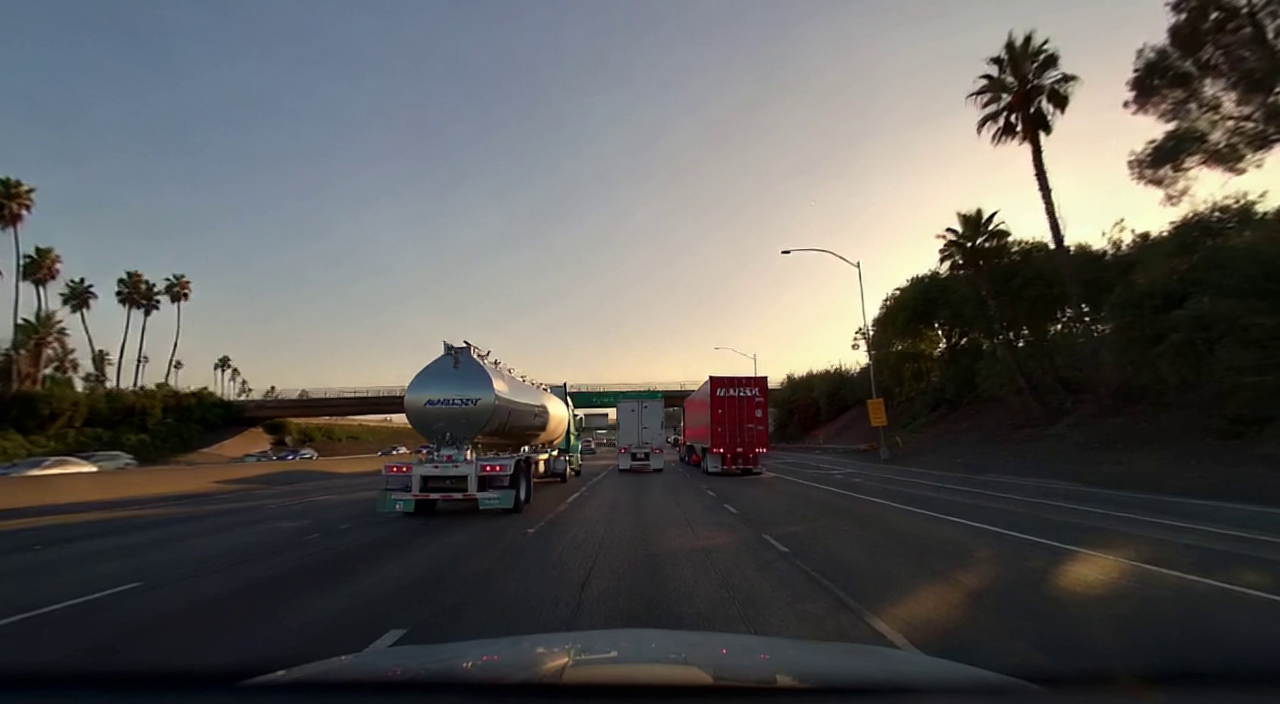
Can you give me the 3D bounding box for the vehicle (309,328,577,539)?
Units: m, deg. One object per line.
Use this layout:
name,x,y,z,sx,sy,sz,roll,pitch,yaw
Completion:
vehicle,-3.537,2.011,15.198,2.786,3.228,11.082,0,-8,1

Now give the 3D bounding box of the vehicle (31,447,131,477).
vehicle,-34.914,6.853,39.556,2.220,1.725,4.363,0,-8,0

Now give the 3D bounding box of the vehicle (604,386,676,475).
vehicle,0.152,4.703,36.506,3.097,3.856,18.209,0,-8,1

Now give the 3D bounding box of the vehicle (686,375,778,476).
vehicle,4.332,4.087,33.431,2.887,4.178,14.553,0,-8,1
